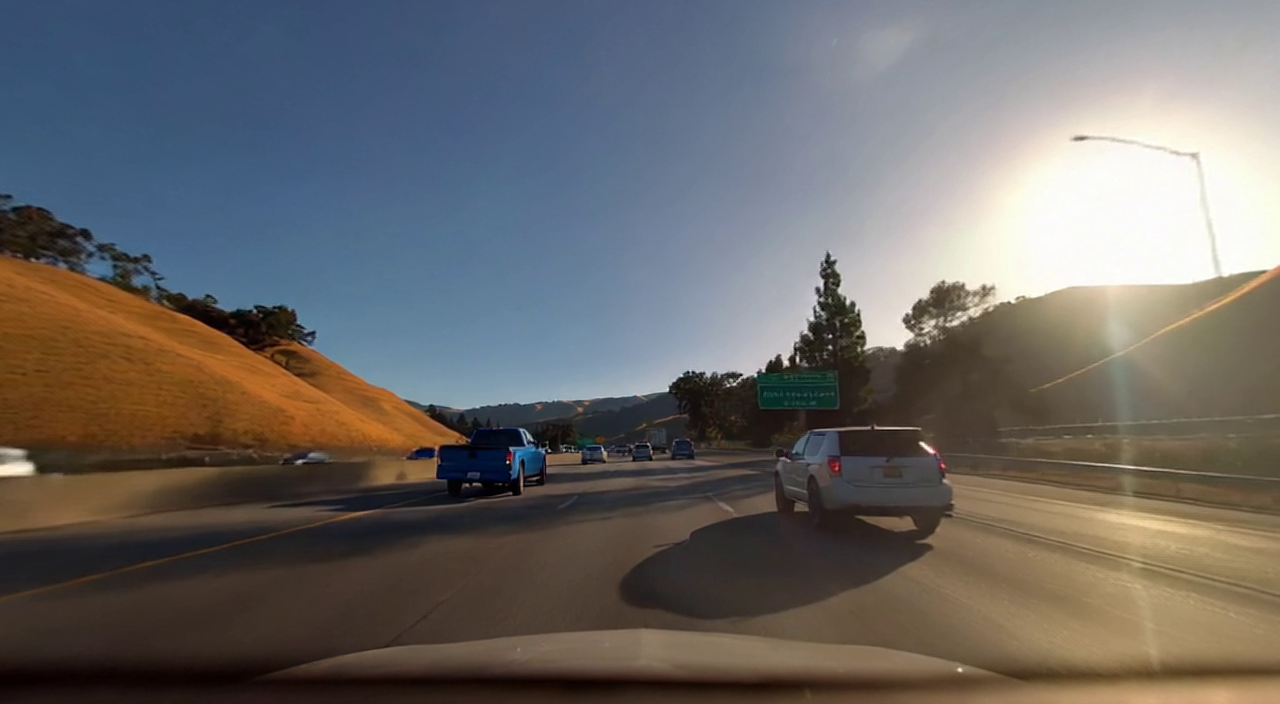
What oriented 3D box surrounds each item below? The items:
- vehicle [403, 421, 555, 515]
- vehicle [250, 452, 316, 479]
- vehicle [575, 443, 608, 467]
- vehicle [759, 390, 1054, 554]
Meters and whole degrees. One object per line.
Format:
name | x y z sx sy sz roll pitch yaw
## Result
vehicle | -3.561 2.689 15.208 2.227 1.853 5.161 0 -8 1
vehicle | -24.635 7.833 43.729 1.909 1.640 4.577 0 -8 0
vehicle | -3.713 7.923 48.737 2.235 1.785 4.386 0 -8 0
vehicle | 3.737 1.848 10.450 2.424 1.952 5.611 0 -8 0
